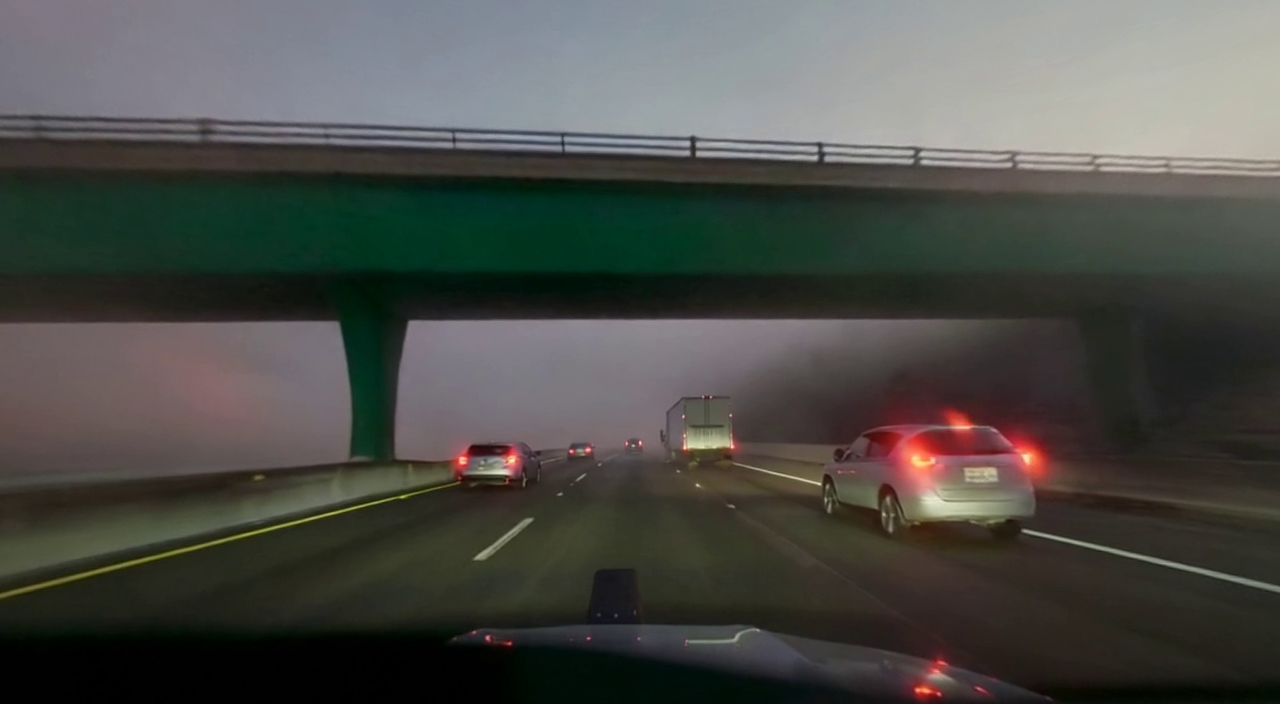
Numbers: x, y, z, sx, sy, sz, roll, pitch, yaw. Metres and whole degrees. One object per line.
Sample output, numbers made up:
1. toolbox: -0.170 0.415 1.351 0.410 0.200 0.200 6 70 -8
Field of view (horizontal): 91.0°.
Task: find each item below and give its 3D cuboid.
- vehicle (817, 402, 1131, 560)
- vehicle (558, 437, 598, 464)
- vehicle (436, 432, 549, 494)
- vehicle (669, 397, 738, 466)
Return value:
1. vehicle: 4.079 1.637 8.682 2.001 1.625 4.088 0 -8 -1
2. vehicle: -3.695 5.980 38.325 2.064 1.479 4.370 0 -8 -1
3. vehicle: -4.002 3.083 17.928 2.122 1.486 4.532 0 -8 0
4. vehicle: 3.564 4.938 38.399 2.824 3.585 11.410 0 -8 -1
